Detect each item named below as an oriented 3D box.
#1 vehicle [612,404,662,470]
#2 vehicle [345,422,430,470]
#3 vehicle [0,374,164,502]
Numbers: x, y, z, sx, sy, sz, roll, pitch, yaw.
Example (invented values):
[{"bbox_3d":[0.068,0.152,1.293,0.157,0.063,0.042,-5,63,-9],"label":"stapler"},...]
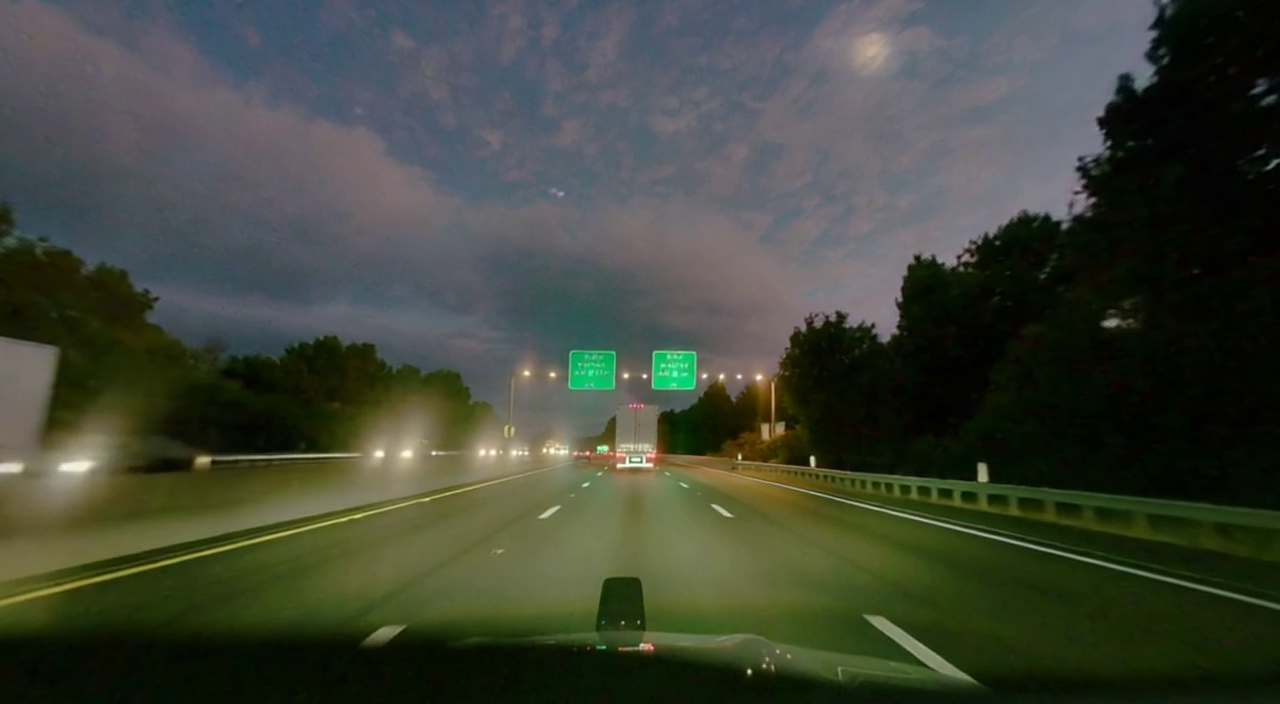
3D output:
[{"bbox_3d":[-0.302,5.952,43.477,2.962,3.953,10.696,0,-9,-1],"label":"vehicle"},{"bbox_3d":[-13.293,5.030,33.666,2.229,2.282,5.782,0,-9,-1],"label":"vehicle"},{"bbox_3d":[-13.651,1.850,13.386,2.459,2.466,5.747,0,-9,0],"label":"vehicle"}]
